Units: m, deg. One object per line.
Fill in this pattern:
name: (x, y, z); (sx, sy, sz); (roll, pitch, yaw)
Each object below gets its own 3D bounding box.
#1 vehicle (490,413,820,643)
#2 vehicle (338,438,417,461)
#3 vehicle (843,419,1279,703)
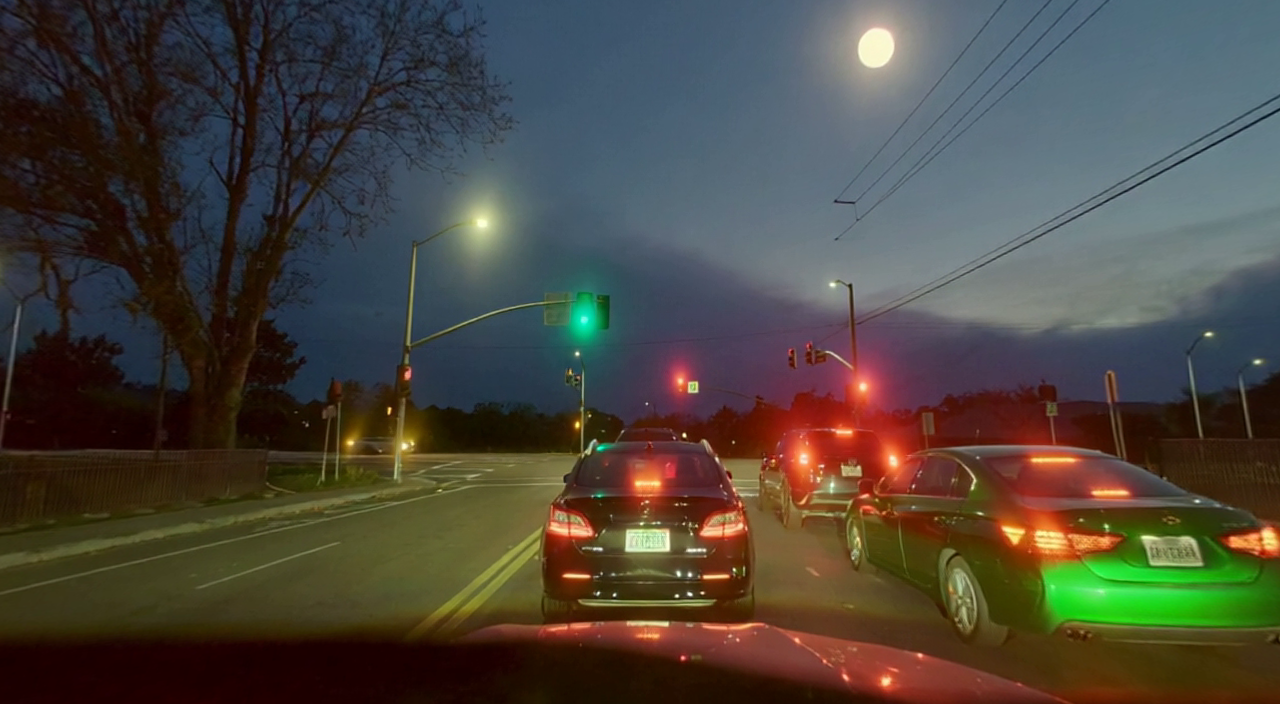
vehicle: (0.064, 1.485, 6.417); (2.170, 1.497, 4.369); (0, -8, -1)
vehicle: (-17.237, 6.407, 41.462); (4.406, 1.458, 1.892); (-1, -8, 7)
vehicle: (3.086, 1.249, 4.141); (2.027, 1.432, 4.431); (0, -8, 0)
